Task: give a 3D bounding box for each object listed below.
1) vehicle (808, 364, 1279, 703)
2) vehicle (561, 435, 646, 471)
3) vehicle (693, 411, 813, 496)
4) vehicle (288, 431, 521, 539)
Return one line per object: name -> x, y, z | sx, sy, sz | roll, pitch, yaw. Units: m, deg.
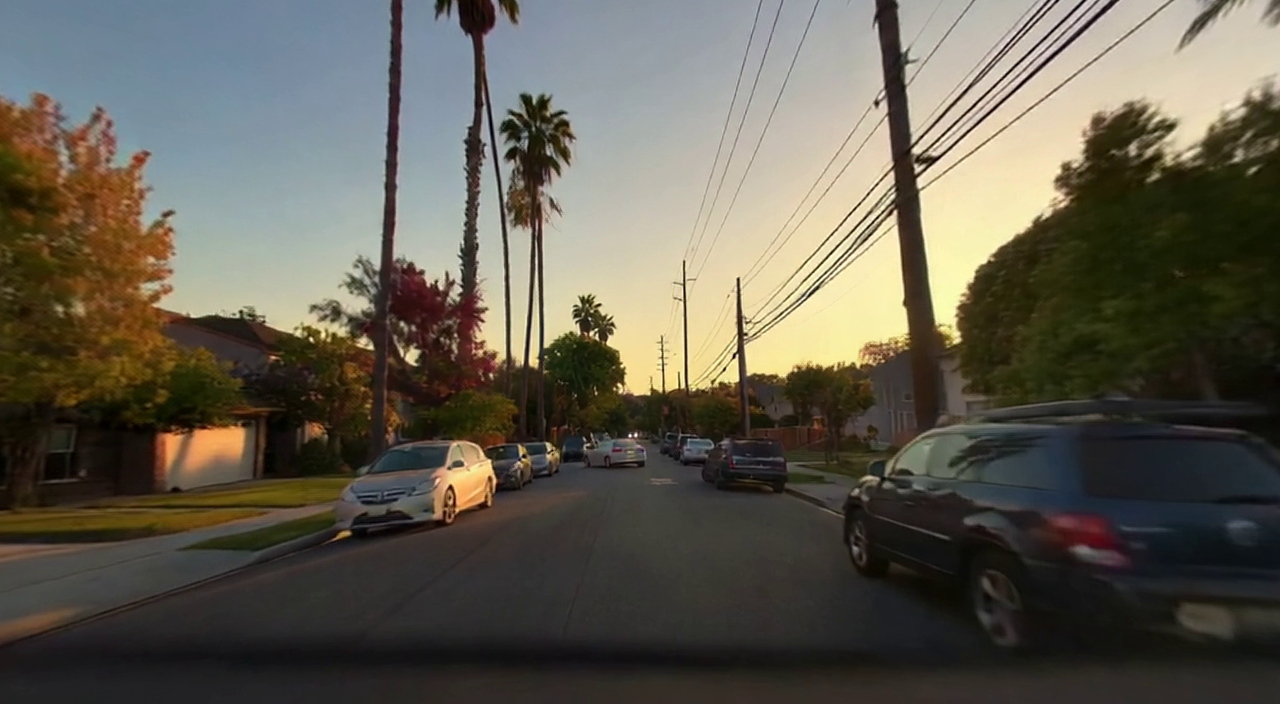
vehicle -> 2.903, 1.173, 4.595 | 2.060, 1.614, 4.652 | -1, -8, 0
vehicle -> -1.782, 4.646, 29.314 | 2.081, 1.483, 4.599 | 4, -9, -30
vehicle -> 2.923, 2.814, 17.796 | 2.292, 1.981, 5.277 | 0, -8, -1
vehicle -> -3.965, 2.341, 11.966 | 2.130, 1.543, 5.386 | -1, -8, 3
